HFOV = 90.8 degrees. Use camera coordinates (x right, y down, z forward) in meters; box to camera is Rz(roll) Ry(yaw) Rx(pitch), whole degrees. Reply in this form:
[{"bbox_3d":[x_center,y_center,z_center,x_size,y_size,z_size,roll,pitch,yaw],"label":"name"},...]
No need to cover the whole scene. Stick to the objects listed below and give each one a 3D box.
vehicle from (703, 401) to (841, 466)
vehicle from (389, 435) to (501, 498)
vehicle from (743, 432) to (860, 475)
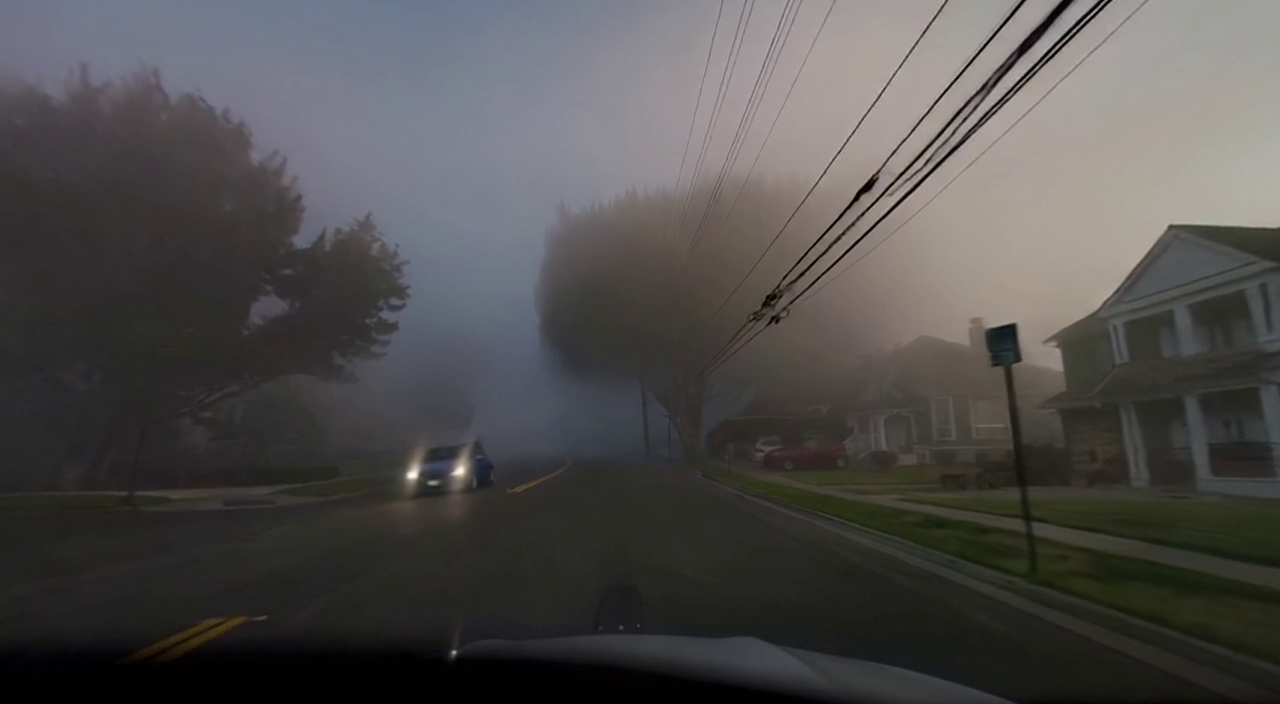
[{"bbox_3d":[7.496,4.705,36.338,7.115,3.010,2.378,-4,-9,-8],"label":"vehicle"},{"bbox_3d":[-5.231,3.092,17.604,1.892,1.501,4.335,0,-8,-2],"label":"vehicle"},{"bbox_3d":[6.842,4.346,27.144,4.412,1.565,1.957,-3,-8,-2],"label":"vehicle"}]
